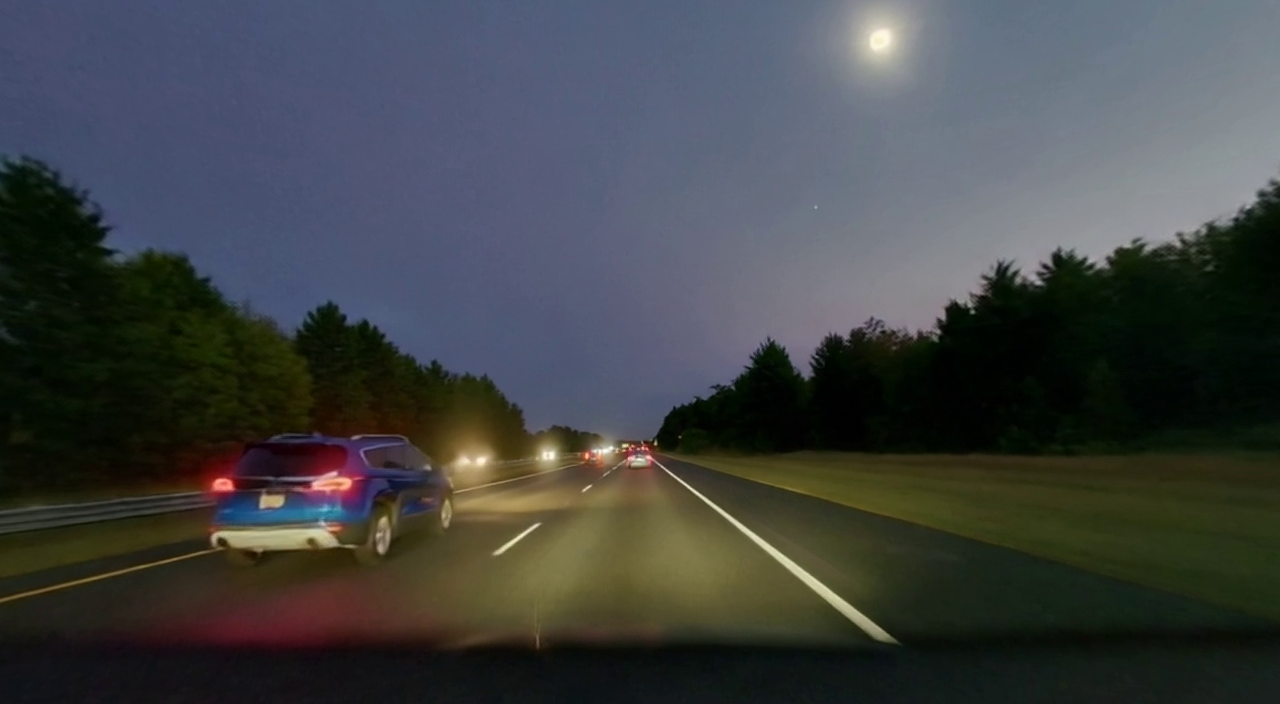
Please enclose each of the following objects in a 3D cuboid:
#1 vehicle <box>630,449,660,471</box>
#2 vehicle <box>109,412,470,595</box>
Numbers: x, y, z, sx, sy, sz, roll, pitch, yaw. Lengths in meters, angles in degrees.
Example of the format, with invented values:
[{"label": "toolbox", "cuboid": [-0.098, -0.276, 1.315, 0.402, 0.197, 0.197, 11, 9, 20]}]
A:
[{"label": "vehicle", "cuboid": [0.311, 7.705, 45.235, 2.046, 1.452, 4.407, 0, -9, 0]}, {"label": "vehicle", "cuboid": [-3.812, 1.720, 7.995, 2.100, 1.667, 4.223, 0, -9, 0]}]
